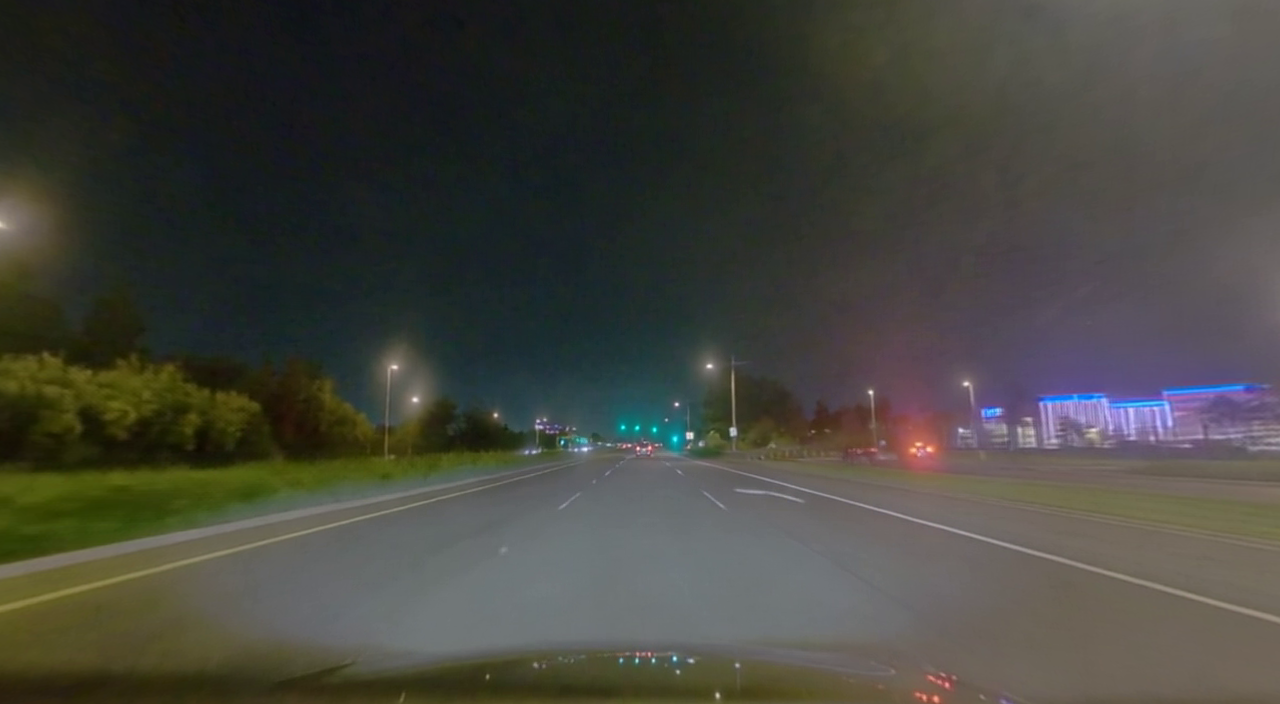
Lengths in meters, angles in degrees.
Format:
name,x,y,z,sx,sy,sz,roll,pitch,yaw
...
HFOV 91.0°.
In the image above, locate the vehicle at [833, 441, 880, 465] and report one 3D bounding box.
name,x,y,z,sx,sy,sz,roll,pitch,yaw
vehicle,16.415,7.683,47.975,2.037,1.718,4.610,0,-9,1
